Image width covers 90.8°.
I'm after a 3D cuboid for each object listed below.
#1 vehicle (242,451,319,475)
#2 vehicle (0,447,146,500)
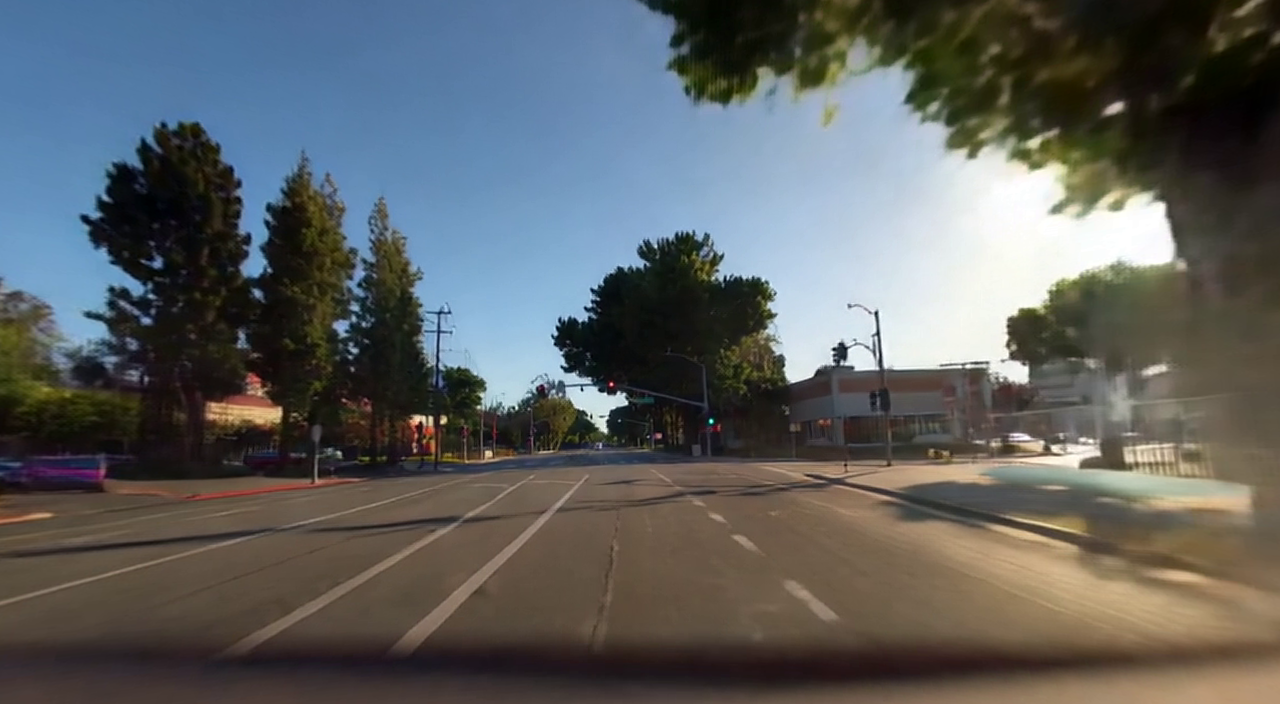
[{"bbox_3d":[-27.267,8.425,48.057,4.577,1.584,2.000,3,-7,-8],"label":"vehicle"},{"bbox_3d":[-23.769,4.857,25.530,5.473,1.957,2.253,0,-8,-6],"label":"vehicle"}]
